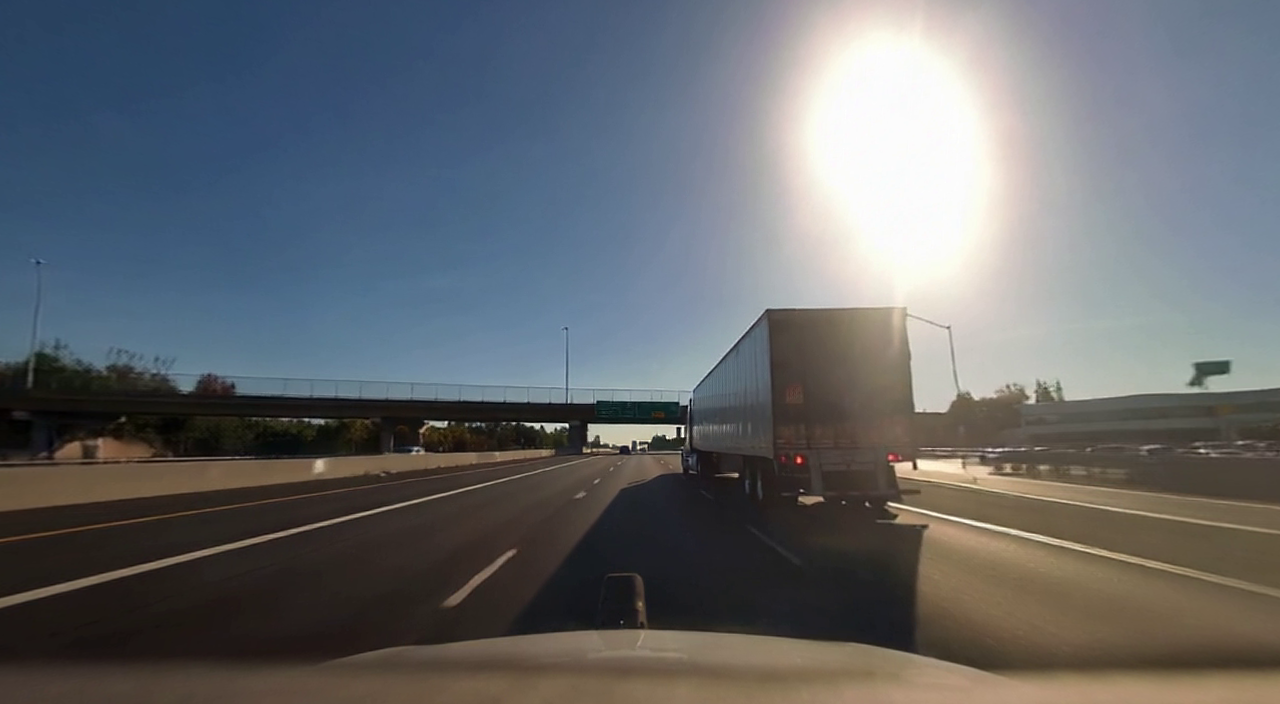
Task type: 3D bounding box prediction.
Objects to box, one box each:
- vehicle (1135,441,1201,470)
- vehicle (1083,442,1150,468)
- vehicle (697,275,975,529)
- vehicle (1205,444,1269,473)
[{"bbox_3d":[35.462,6.896,42.231,4.968,1.825,2.218,7,-11,-37],"label":"vehicle"},{"bbox_3d":[36.081,7.765,47.639,4.783,1.697,2.084,2,-9,-28],"label":"vehicle"},{"bbox_3d":[3.843,1.954,18.222,2.949,4.149,16.046,0,-9,0],"label":"vehicle"},{"bbox_3d":[35.322,6.266,37.200,4.488,1.596,1.972,7,-11,-38],"label":"vehicle"}]
